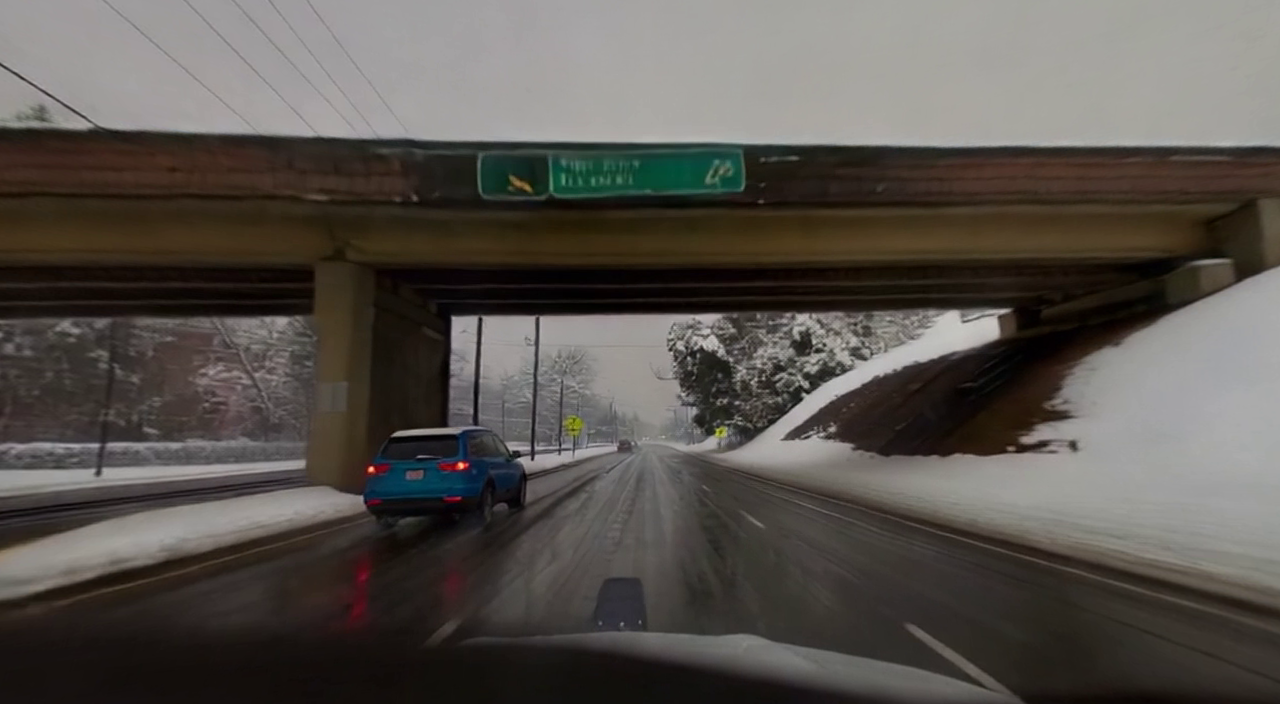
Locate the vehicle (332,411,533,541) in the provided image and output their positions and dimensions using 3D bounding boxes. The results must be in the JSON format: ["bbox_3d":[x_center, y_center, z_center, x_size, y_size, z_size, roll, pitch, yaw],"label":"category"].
[{"bbox_3d":[-3.152,1.967,10.620,1.882,1.704,4.335,-1,-8,1],"label":"vehicle"}]
